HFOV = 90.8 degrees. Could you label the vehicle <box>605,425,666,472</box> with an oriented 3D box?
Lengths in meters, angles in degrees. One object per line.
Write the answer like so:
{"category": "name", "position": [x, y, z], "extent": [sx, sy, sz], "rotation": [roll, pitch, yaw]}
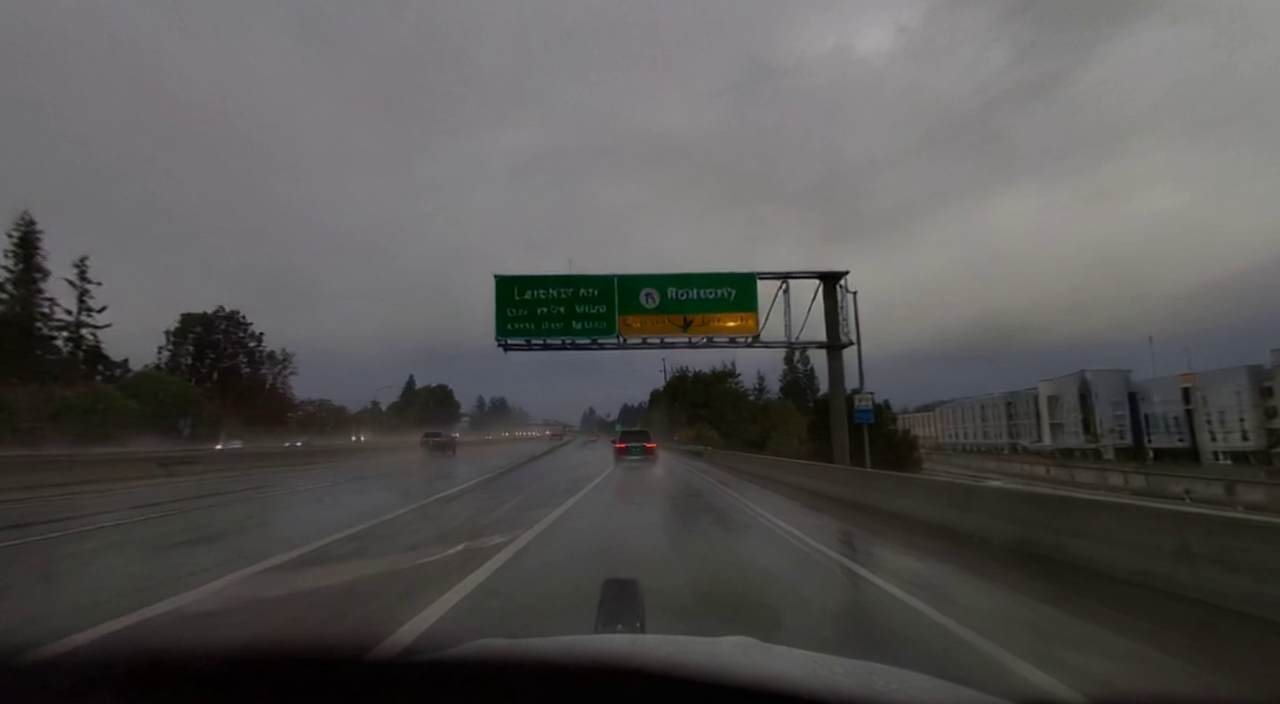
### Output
{"category": "vehicle", "position": [-0.234, 4.393, 28.867], "extent": [2.497, 1.957, 5.432], "rotation": [0, -8, -1]}
